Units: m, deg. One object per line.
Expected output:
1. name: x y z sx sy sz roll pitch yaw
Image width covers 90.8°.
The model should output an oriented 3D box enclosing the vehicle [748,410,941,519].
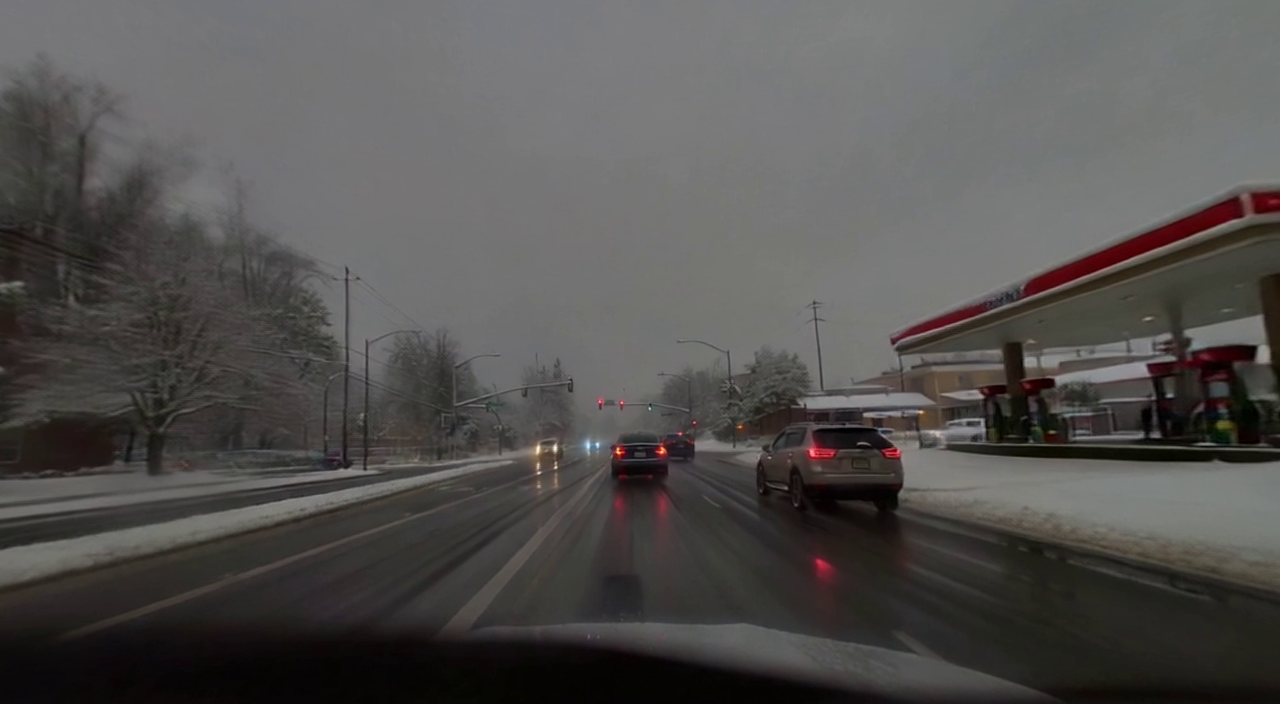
1. vehicle: 3.851 2.242 13.106 2.116 1.791 5.006 0 -8 -3

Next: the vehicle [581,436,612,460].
1. vehicle: -3.322 7.436 48.951 2.155 1.745 4.248 0 -8 -1

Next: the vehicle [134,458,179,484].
1. vehicle: -30.706 7.518 40.070 1.948 1.452 4.370 7 -11 -39

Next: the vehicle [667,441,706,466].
1. vehicle: 2.569 5.734 35.863 1.822 1.331 3.583 0 -8 -2

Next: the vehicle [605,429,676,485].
1. vehicle: -0.072 3.511 21.373 2.164 1.718 3.881 0 -8 -2

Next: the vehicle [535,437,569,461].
1. vehicle: -6.698 7.423 48.317 1.994 1.695 4.471 0 -8 0
